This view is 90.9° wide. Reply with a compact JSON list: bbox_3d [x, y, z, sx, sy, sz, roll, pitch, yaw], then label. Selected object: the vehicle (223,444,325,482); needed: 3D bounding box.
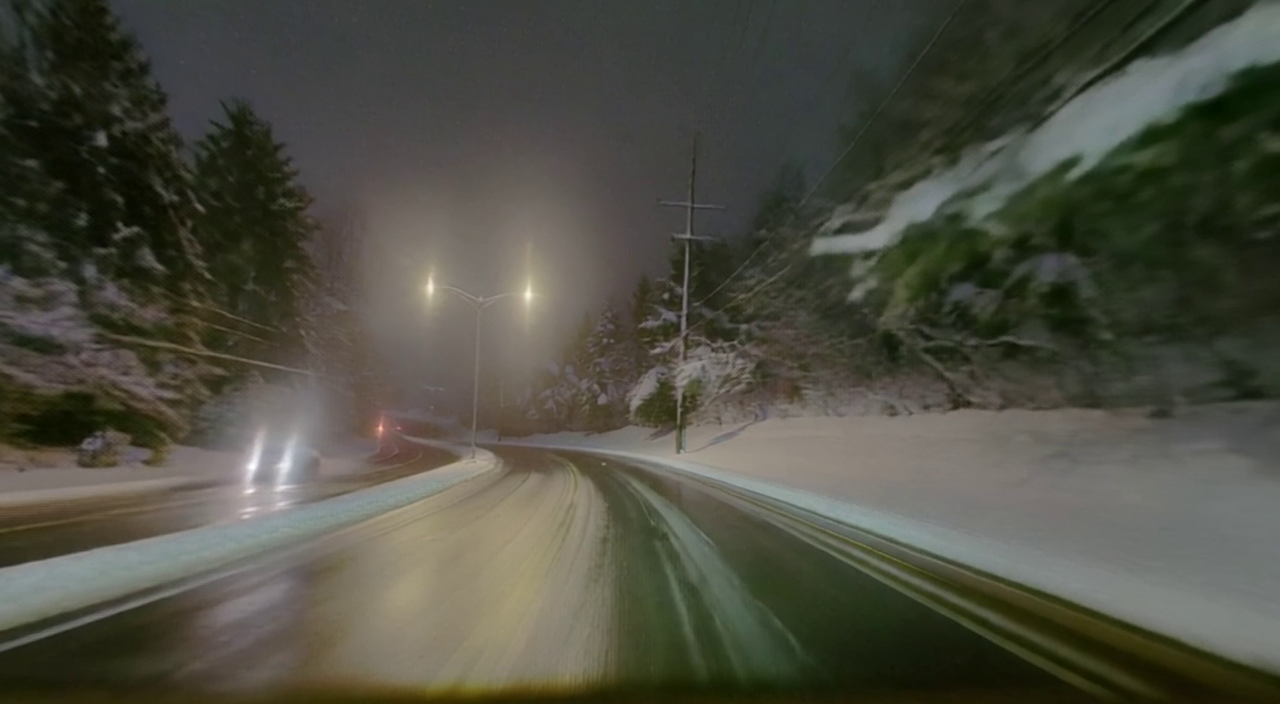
[{"bbox_3d":[-15.295,4.621,26.684,1.998,1.430,4.755,1,-9,-8],"label":"vehicle"}]
